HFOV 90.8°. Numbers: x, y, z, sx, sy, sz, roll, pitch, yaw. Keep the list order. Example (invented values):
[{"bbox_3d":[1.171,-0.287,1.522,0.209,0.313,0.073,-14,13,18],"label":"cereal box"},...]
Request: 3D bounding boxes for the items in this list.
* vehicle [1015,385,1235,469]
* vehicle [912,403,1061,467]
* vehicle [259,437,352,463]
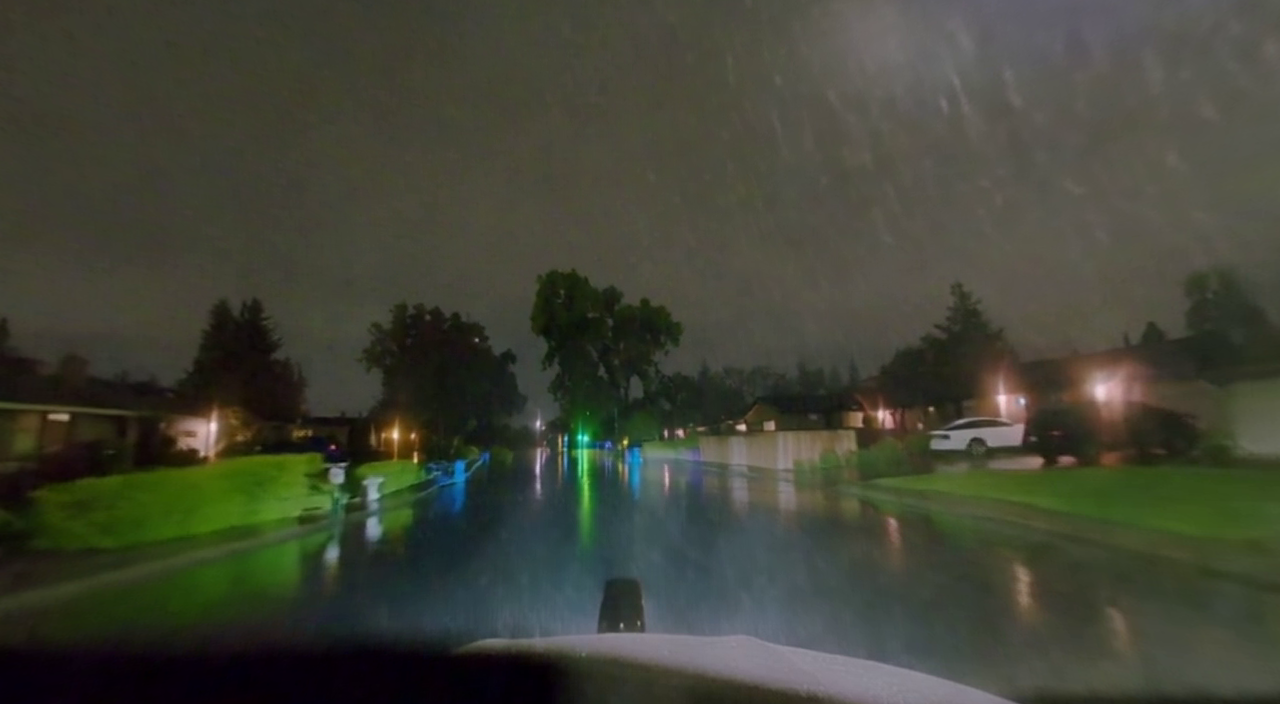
[{"bbox_3d":[12.954,2.023,17.054,4.421,1.703,1.927,-5,-8,-7],"label":"vehicle"},{"bbox_3d":[12.160,2.909,22.263,4.149,1.596,1.890,-6,-7,-12],"label":"vehicle"},{"bbox_3d":[-20.703,6.111,39.307,4.654,1.457,1.986,3,-10,-10],"label":"vehicle"}]
